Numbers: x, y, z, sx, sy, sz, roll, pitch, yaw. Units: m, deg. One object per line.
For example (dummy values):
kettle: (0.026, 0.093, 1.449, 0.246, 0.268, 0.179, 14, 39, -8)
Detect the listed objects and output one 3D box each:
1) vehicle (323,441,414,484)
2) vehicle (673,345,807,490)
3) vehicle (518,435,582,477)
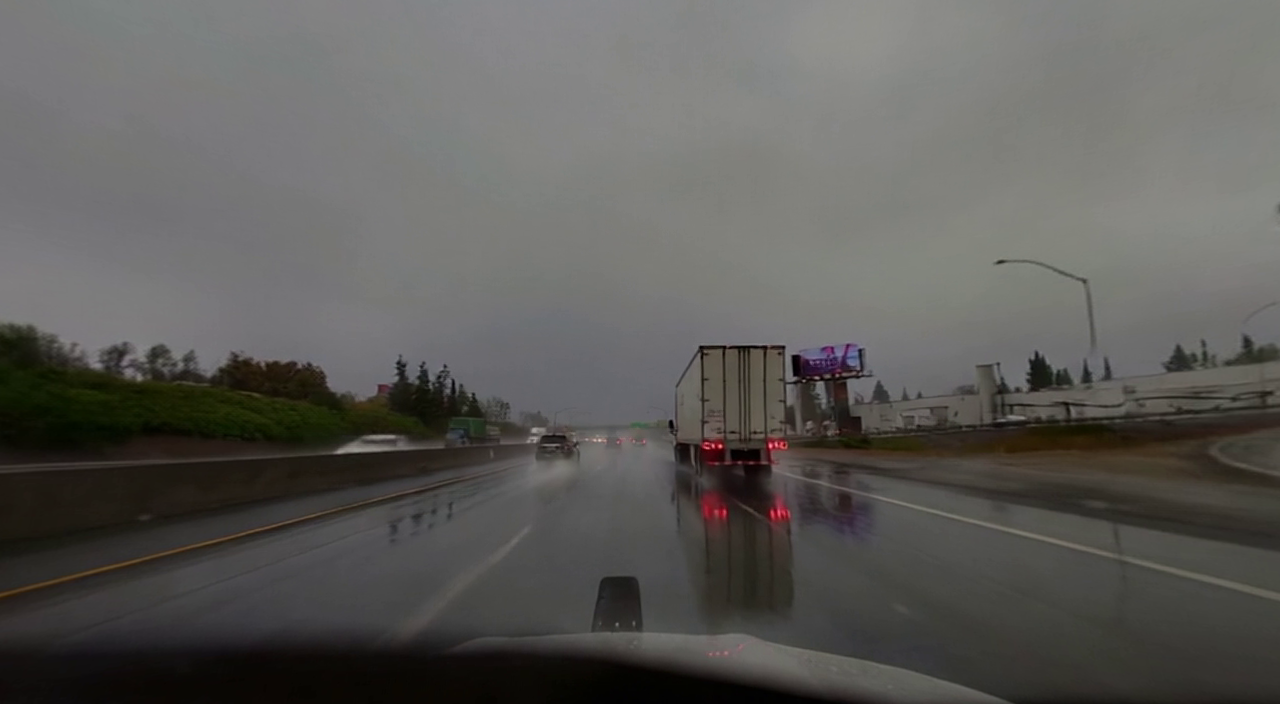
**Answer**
vehicle: (-11.685, 4.732, 27.495, 1.950, 1.675, 4.630, 0, -8, -1)
vehicle: (2.924, 2.464, 22.275, 2.871, 3.815, 11.331, 0, -8, 0)
vehicle: (-3.395, 3.970, 24.441, 1.930, 1.484, 3.849, 0, -8, 0)
